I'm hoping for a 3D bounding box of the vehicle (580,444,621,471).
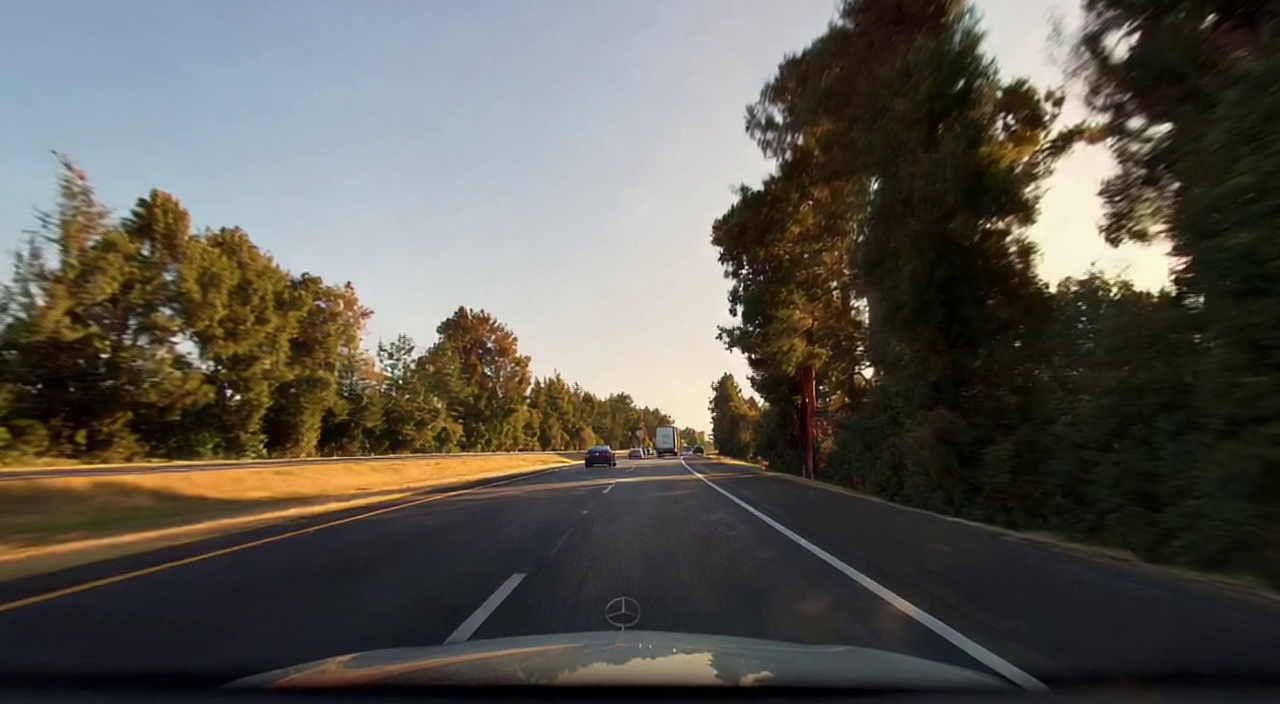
[{"bbox_3d":[-2.386,6.496,38.871,2.199,1.555,4.451,0,-9,0],"label":"vehicle"}]
